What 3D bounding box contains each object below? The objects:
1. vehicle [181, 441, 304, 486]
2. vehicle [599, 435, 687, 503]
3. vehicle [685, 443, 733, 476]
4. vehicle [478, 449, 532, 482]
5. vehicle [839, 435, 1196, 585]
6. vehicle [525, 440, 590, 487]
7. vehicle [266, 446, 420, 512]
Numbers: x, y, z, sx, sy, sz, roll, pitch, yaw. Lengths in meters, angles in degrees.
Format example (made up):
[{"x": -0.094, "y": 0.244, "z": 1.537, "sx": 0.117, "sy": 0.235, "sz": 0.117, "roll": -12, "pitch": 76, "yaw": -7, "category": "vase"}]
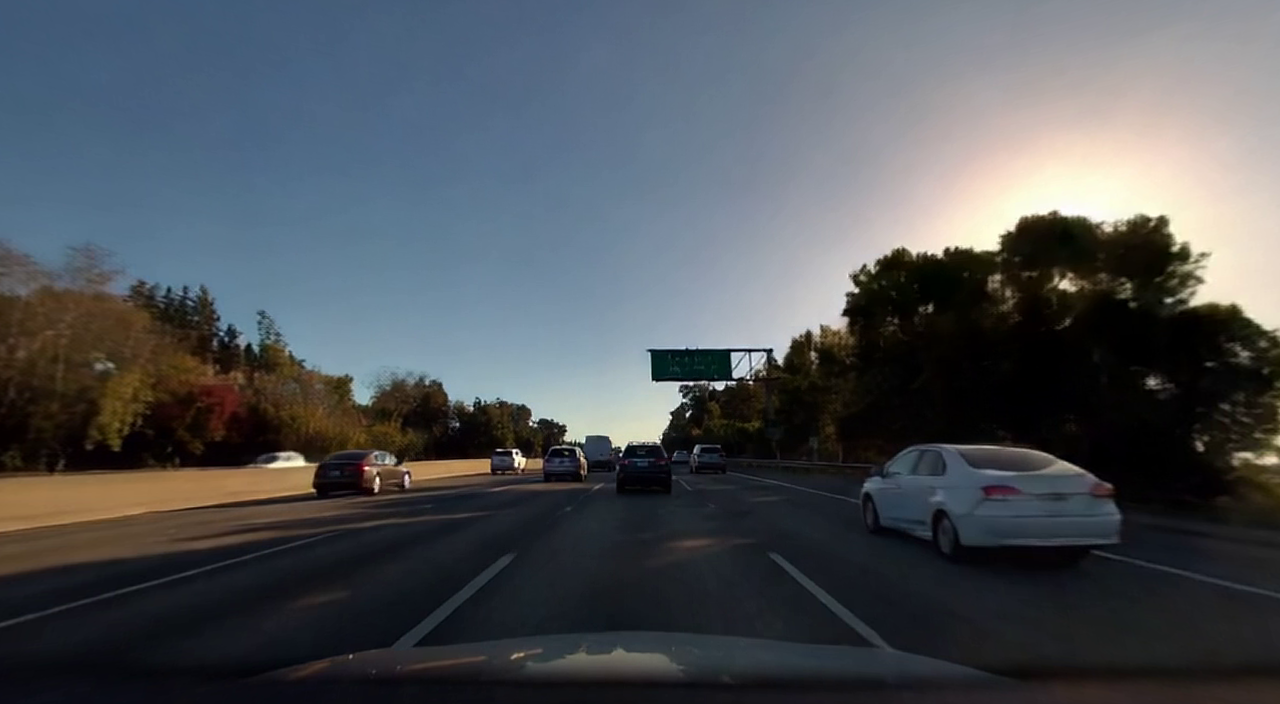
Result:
[{"x": -16.701, "y": 4.688, "z": 26.837, "sx": 2.096, "sy": 1.725, "sz": 4.835, "roll": 0, "pitch": -9, "yaw": 0, "category": "vehicle"}, {"x": 0.110, "y": 3.297, "z": 18.177, "sx": 2.223, "sy": 1.722, "sz": 4.177, "roll": 0, "pitch": -9, "yaw": 1, "category": "vehicle"}, {"x": 3.959, "y": 6.273, "z": 37.076, "sx": 2.175, "sy": 1.830, "sz": 5.173, "roll": 0, "pitch": -9, "yaw": -1, "category": "vehicle"}, {"x": -7.109, "y": 5.977, "z": 33.559, "sx": 1.931, "sy": 1.617, "sz": 4.060, "roll": 0, "pitch": -9, "yaw": 1, "category": "vehicle"}, {"x": 4.536, "y": 1.936, "z": 8.700, "sx": 2.006, "sy": 1.474, "sz": 4.669, "roll": 0, "pitch": -9, "yaw": 0, "category": "vehicle"}, {"x": -3.421, "y": 4.732, "z": 27.056, "sx": 2.142, "sy": 1.808, "sz": 4.266, "roll": 0, "pitch": -9, "yaw": 1, "category": "vehicle"}, {"x": -7.743, "y": 3.312, "z": 17.004, "sx": 1.927, "sy": 1.514, "sz": 4.474, "roll": 0, "pitch": -9, "yaw": 0, "category": "vehicle"}]
